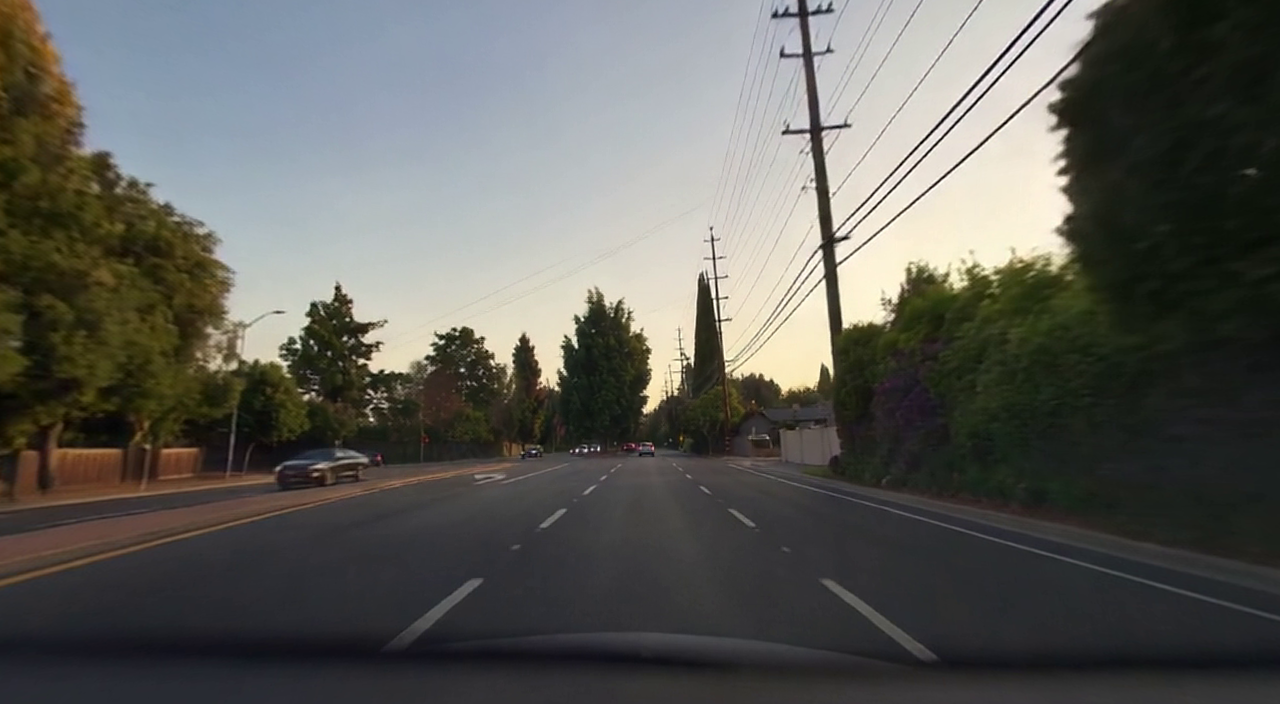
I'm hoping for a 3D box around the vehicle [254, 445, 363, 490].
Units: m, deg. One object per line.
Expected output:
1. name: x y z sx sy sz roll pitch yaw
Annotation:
1. vehicle: -13.153 4.572 25.259 1.904 1.622 4.348 0 -8 1
